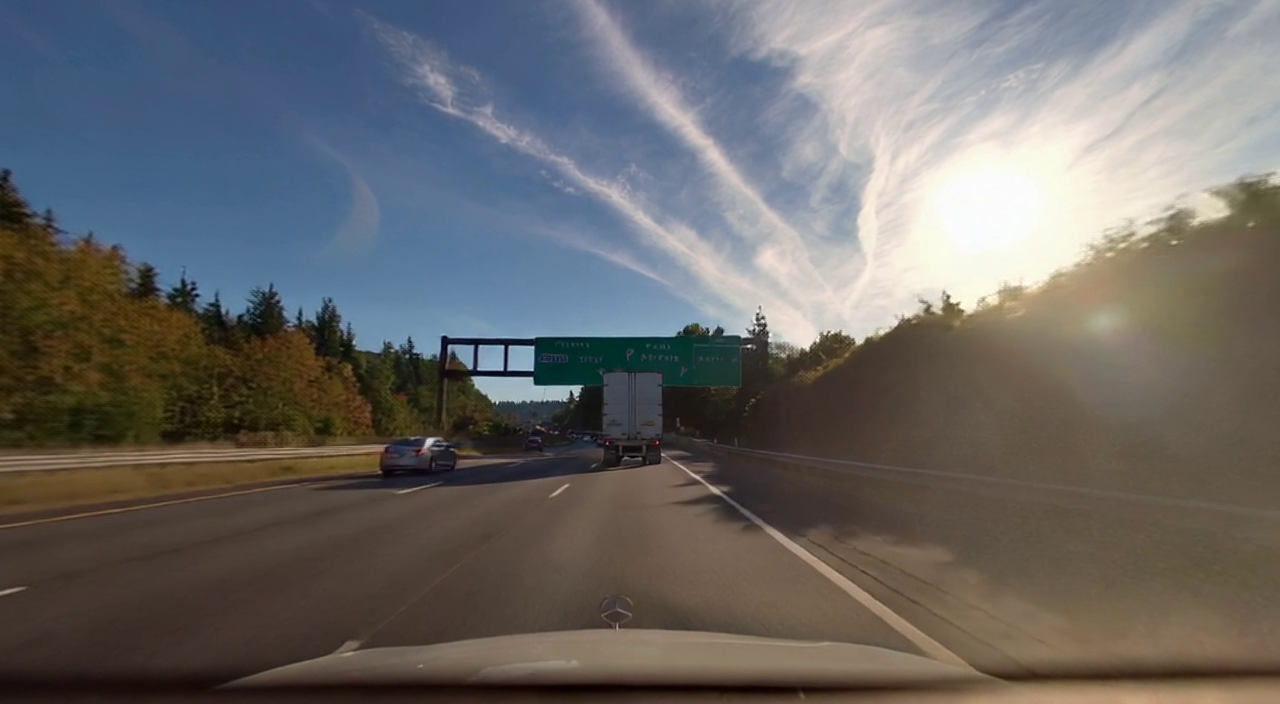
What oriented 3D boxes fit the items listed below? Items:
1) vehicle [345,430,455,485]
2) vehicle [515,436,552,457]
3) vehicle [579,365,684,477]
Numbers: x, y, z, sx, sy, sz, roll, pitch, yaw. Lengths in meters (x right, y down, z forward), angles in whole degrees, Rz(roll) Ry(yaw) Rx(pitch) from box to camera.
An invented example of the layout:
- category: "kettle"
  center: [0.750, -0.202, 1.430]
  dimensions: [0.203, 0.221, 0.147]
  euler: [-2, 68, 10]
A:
- category: "vehicle"
  center: [-7.118, 3.145, 19.054]
  dimensions: [1.856, 1.479, 3.710]
  euler: [0, -8, 0]
- category: "vehicle"
  center: [-7.807, 6.925, 46.289]
  dimensions: [1.949, 1.437, 4.296]
  euler: [0, -8, 0]
- category: "vehicle"
  center: [-0.344, 3.034, 26.210]
  dimensions: [3.033, 3.223, 14.836]
  euler: [2, -8, -1]
